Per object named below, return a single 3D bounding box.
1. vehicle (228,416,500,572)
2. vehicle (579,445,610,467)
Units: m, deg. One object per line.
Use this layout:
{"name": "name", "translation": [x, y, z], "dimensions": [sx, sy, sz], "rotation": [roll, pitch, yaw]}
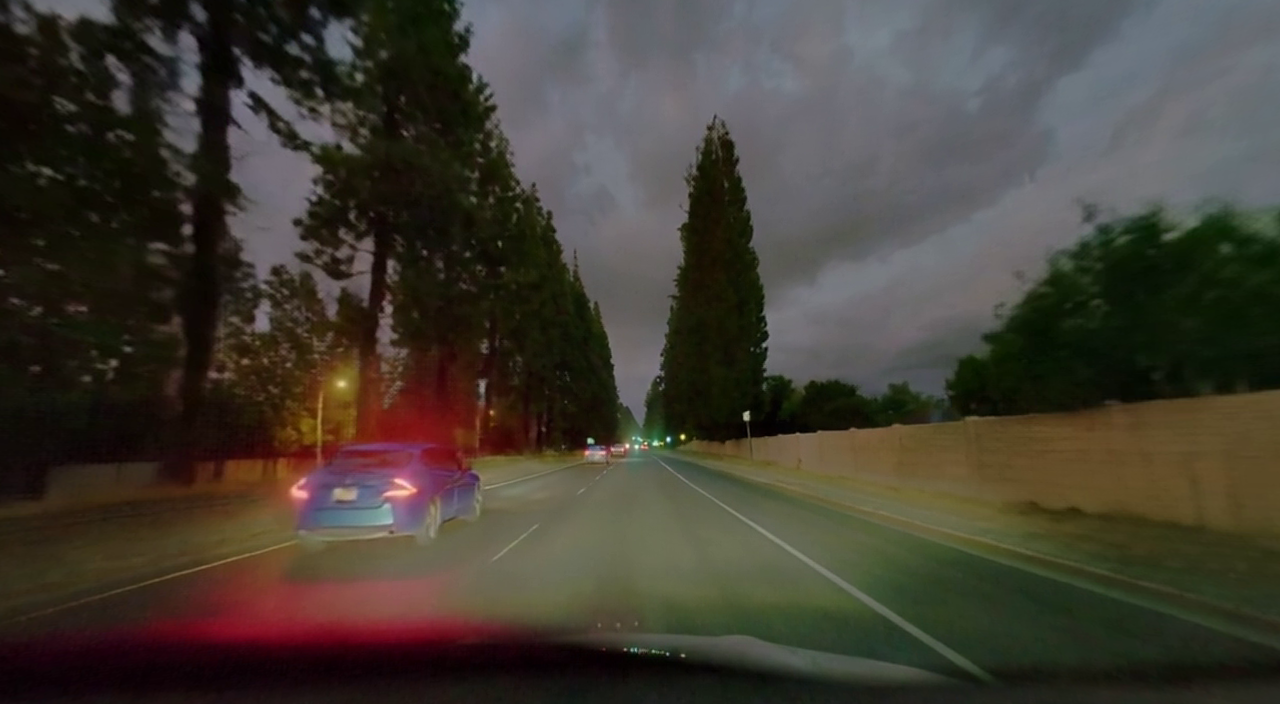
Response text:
{"name": "vehicle", "translation": [-3.498, 1.876, 9.164], "dimensions": [1.919, 1.650, 4.546], "rotation": [0, -8, -1]}
{"name": "vehicle", "translation": [-3.152, 7.363, 44.943], "dimensions": [1.870, 1.431, 4.317], "rotation": [0, -8, 0]}
